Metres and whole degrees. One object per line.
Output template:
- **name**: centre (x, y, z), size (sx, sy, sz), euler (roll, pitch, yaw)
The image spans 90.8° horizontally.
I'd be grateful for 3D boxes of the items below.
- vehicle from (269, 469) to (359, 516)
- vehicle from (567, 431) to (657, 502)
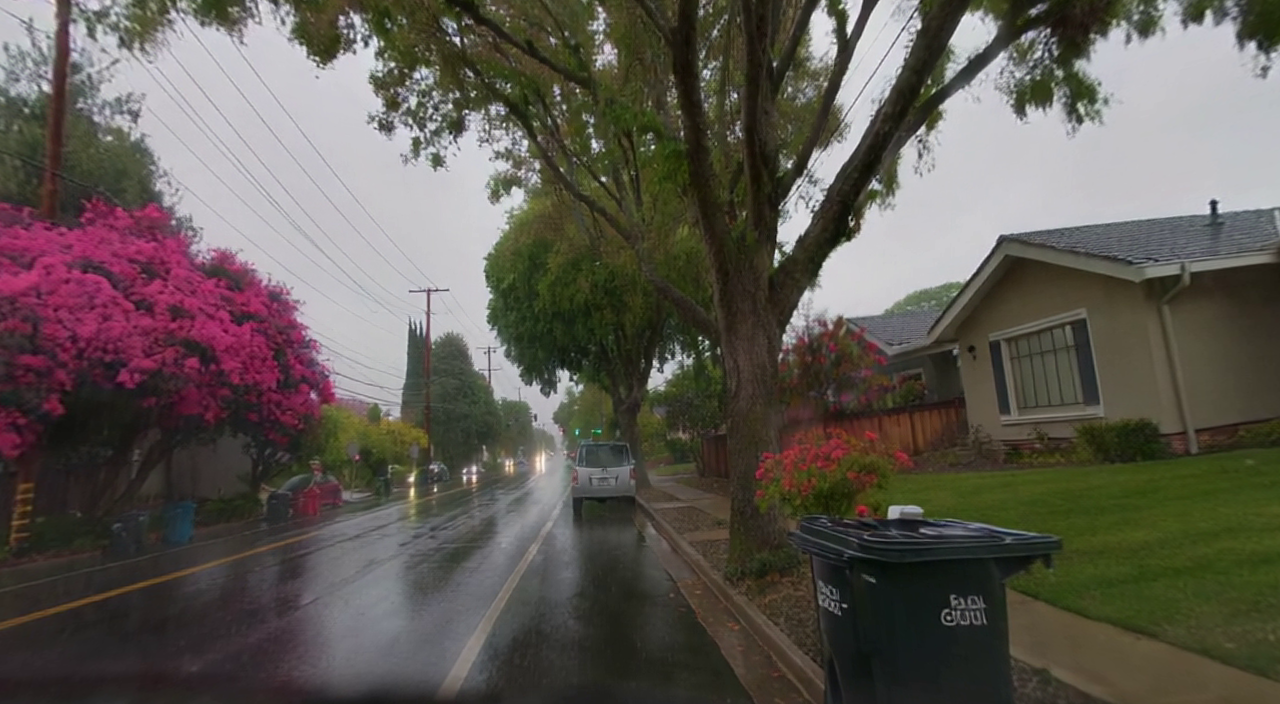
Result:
- **vehicle**: centre (-13.773, 5.919, 26.994), size (1.982, 1.660, 4.142), euler (1, -8, -6)
- **vehicle**: centre (-0.831, 3.077, 17.394), size (2.190, 1.708, 4.115), euler (0, -8, -4)
